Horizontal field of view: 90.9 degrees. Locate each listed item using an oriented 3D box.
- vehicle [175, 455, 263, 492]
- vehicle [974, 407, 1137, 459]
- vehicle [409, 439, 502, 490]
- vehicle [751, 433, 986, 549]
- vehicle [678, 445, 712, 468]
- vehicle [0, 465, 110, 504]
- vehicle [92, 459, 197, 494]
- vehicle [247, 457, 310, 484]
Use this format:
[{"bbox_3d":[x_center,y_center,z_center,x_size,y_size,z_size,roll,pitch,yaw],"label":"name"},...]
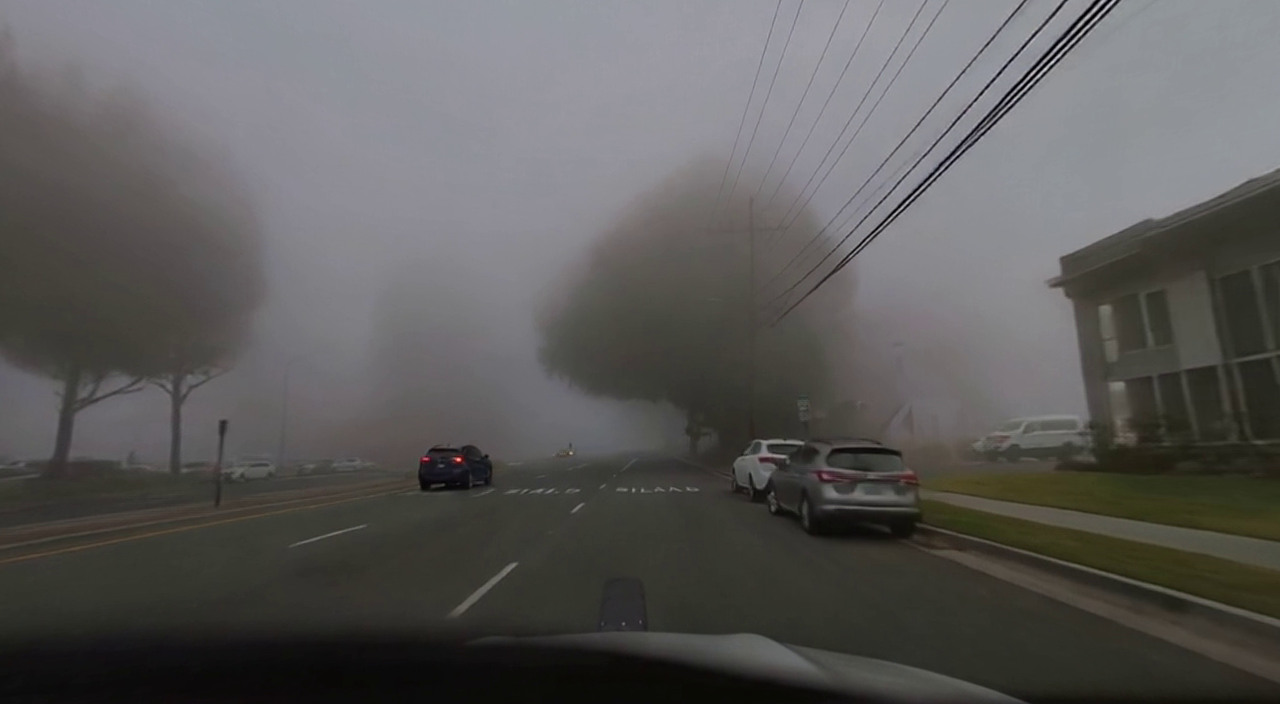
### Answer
[{"bbox_3d":[-25.599,7.368,38.544,2.132,1.492,4.734,-4,-4,1],"label":"vehicle"},{"bbox_3d":[22.921,4.519,35.106,6.917,2.731,2.901,0,-8,1],"label":"vehicle"},{"bbox_3d":[-6.643,4.072,23.311,2.000,1.671,4.497,0,-8,1],"label":"vehicle"},{"bbox_3d":[3.389,2.153,10.541,2.259,1.500,4.474,0,-8,0],"label":"vehicle"},{"bbox_3d":[3.948,7.574,45.983,2.048,1.556,4.753,0,-8,0],"label":"vehicle"},{"bbox_3d":[-25.815,5.741,27.696,1.706,1.435,3.899,0,-8,-2],"label":"vehicle"},{"bbox_3d":[-25.753,6.474,33.022,1.926,1.557,4.385,0,-8,0],"label":"vehicle"},{"bbox_3d":[-25.557,8.355,44.781,1.857,1.472,4.422,-5,-7,1],"label":"vehicle"}]
